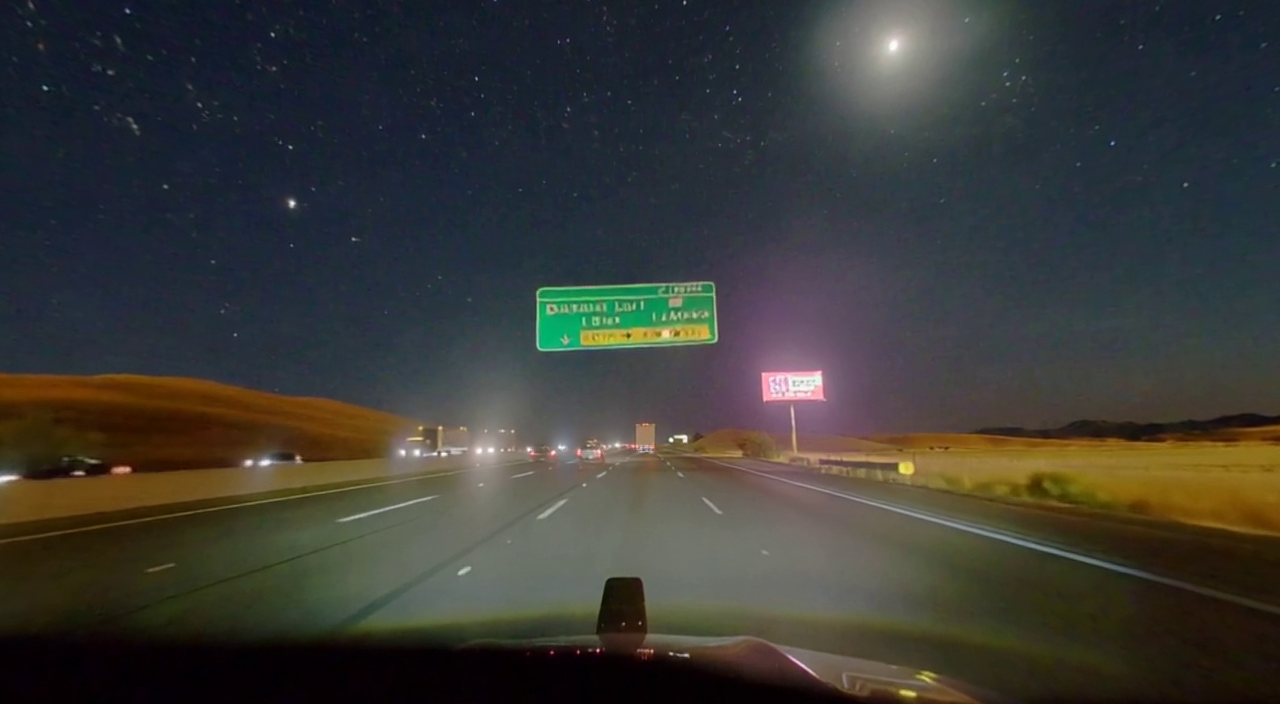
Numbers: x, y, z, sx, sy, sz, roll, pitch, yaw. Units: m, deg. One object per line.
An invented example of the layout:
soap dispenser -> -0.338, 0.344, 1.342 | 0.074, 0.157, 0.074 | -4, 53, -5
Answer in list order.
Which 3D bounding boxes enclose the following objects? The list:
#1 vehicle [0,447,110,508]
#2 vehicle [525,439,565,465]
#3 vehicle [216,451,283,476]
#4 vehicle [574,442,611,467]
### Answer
vehicle -> -17.241, 3.320, 16.844 | 1.949, 1.507, 4.826 | 0, -8, 1
vehicle -> -6.640, 7.042, 44.590 | 2.062, 1.708, 4.458 | 0, -8, 2
vehicle -> -28.834, 8.215, 46.761 | 1.993, 1.710, 4.553 | 0, -8, 0
vehicle -> -3.042, 6.712, 41.429 | 2.042, 1.532, 4.396 | 0, -8, 0
